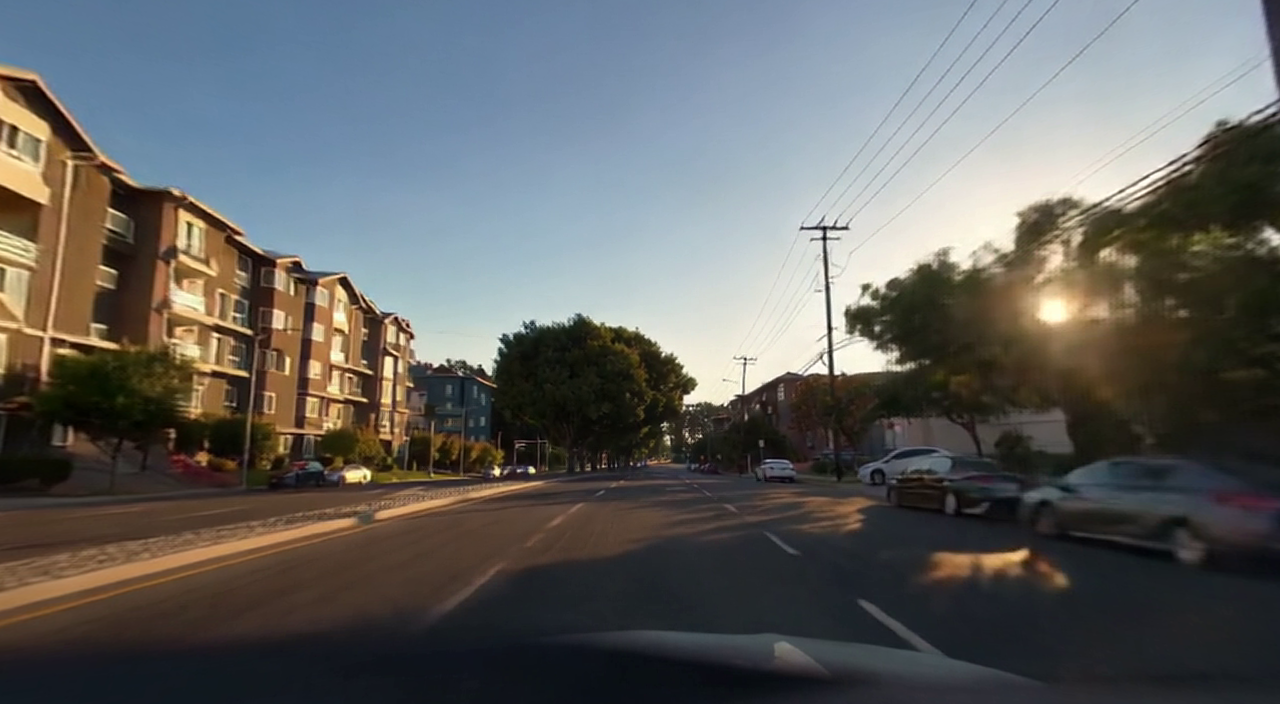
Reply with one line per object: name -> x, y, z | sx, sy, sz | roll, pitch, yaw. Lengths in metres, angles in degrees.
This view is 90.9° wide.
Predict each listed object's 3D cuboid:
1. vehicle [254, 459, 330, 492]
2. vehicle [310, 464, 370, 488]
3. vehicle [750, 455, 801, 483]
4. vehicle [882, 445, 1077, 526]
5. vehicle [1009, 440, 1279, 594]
vehicle -> -21.607, 7.650, 39.419 | 1.895, 1.798, 4.703 | -1, -8, 2
vehicle -> -21.522, 8.916, 45.531 | 1.906, 1.487, 4.773 | 0, -8, 1
vehicle -> 7.888, 6.864, 37.240 | 1.986, 1.467, 4.412 | 0, -8, -1
vehicle -> 7.216, 2.830, 14.039 | 1.927, 1.494, 4.362 | 0, -8, 0
vehicle -> 7.095, 1.895, 8.171 | 1.875, 1.481, 4.434 | 0, -8, -1
